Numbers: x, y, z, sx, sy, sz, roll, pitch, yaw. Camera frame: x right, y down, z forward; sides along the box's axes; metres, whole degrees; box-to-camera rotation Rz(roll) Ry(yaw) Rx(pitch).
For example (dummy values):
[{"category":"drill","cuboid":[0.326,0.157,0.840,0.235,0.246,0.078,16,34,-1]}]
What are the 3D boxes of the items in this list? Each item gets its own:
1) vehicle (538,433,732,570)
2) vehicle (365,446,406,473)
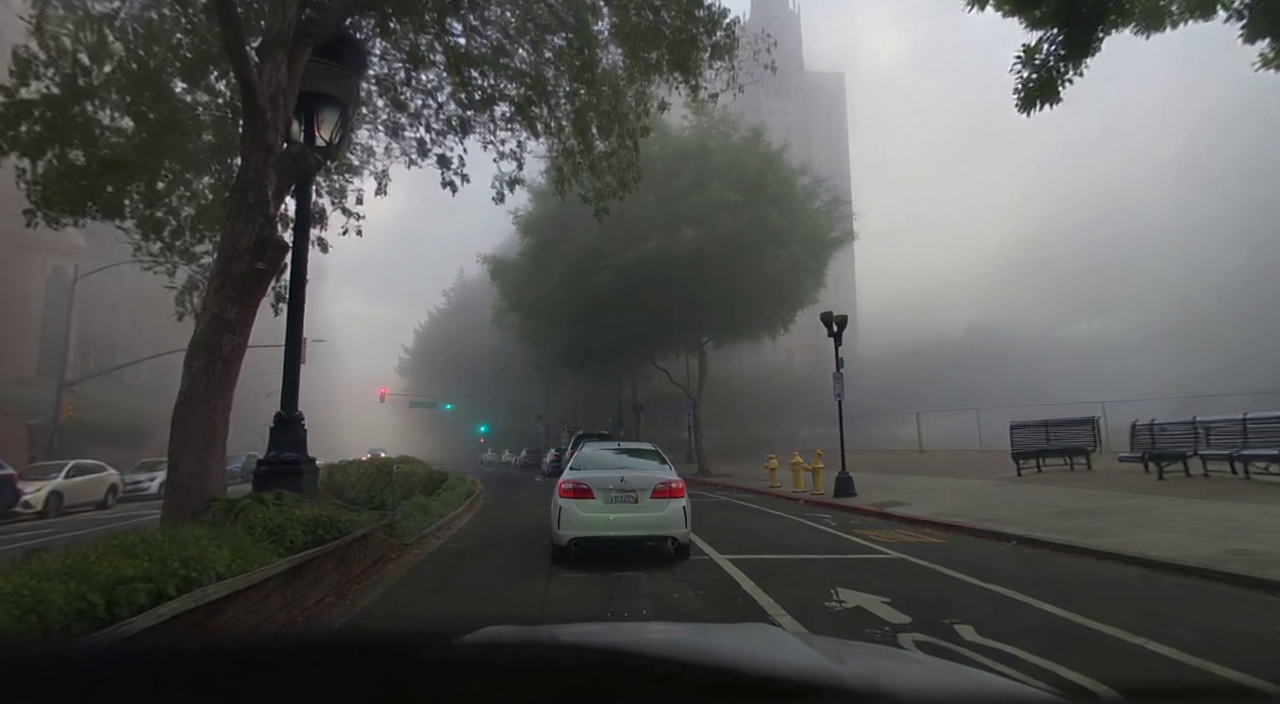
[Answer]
[{"category":"vehicle","cuboid":[-0.240,1.940,9.020,2.142,1.475,4.051,1,-8,-6]},{"category":"vehicle","cuboid":[-16.913,7.129,42.152,2.179,1.698,4.549,3,-9,-18]}]
